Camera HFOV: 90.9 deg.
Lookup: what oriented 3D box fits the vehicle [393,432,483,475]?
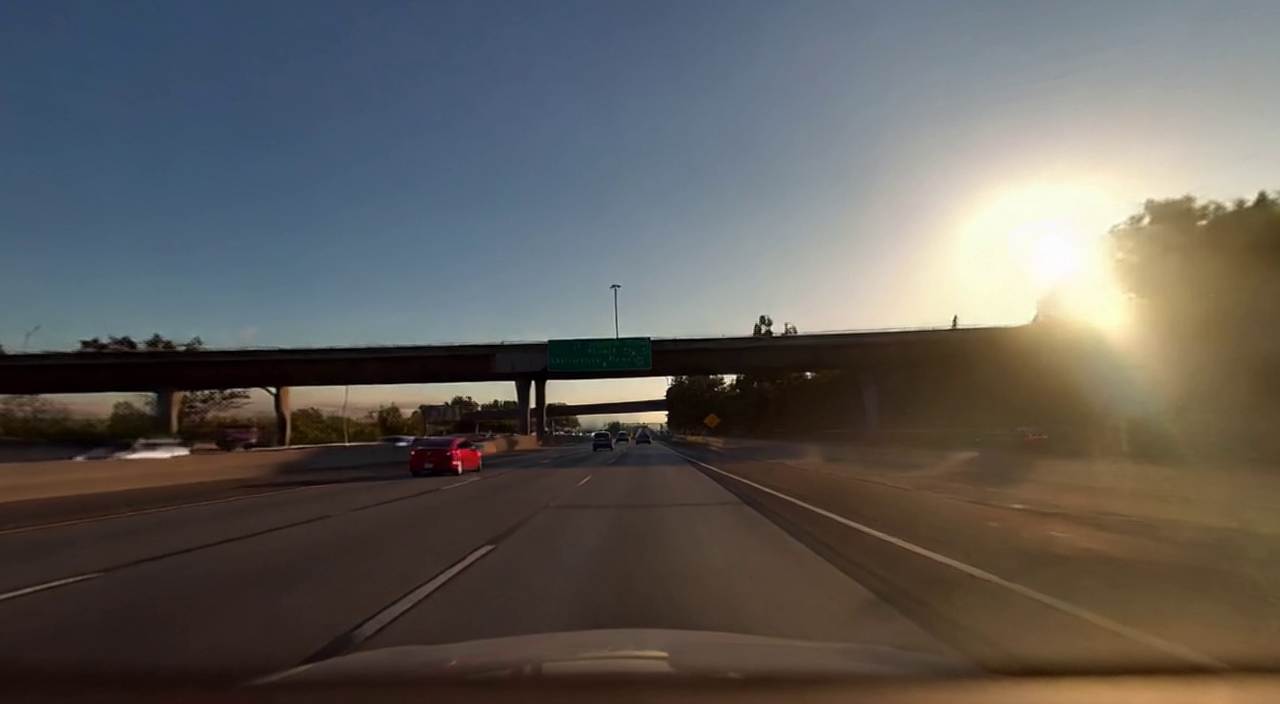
[{"bbox_3d":[-7.603,3.870,24.233,1.987,1.486,4.174,0,-8,2],"label":"vehicle"}]
